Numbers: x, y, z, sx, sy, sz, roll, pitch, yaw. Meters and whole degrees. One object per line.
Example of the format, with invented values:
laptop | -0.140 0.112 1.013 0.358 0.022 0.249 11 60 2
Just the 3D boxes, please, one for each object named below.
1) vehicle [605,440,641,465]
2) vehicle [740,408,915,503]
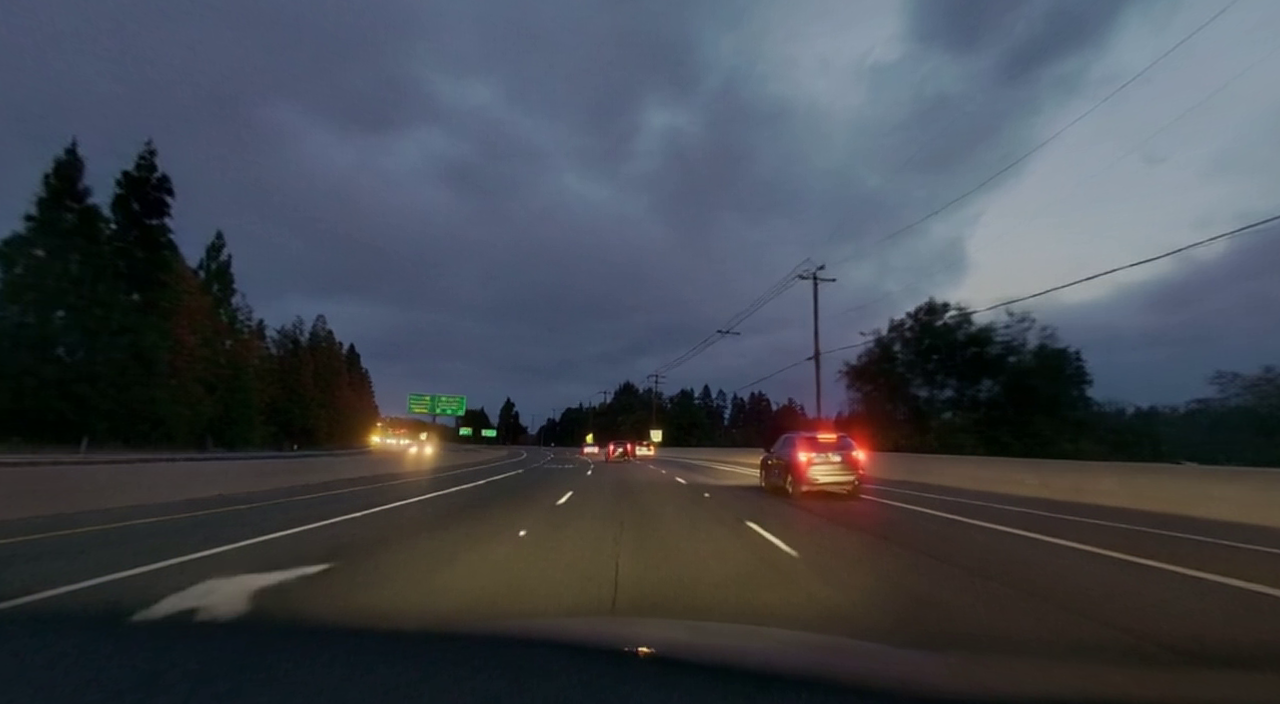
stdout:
vehicle | -1.233 7.121 44.923 2.188 1.714 3.921 1 -9 -7
vehicle | 4.512 2.666 16.646 2.504 2.033 5.979 0 -8 -3
